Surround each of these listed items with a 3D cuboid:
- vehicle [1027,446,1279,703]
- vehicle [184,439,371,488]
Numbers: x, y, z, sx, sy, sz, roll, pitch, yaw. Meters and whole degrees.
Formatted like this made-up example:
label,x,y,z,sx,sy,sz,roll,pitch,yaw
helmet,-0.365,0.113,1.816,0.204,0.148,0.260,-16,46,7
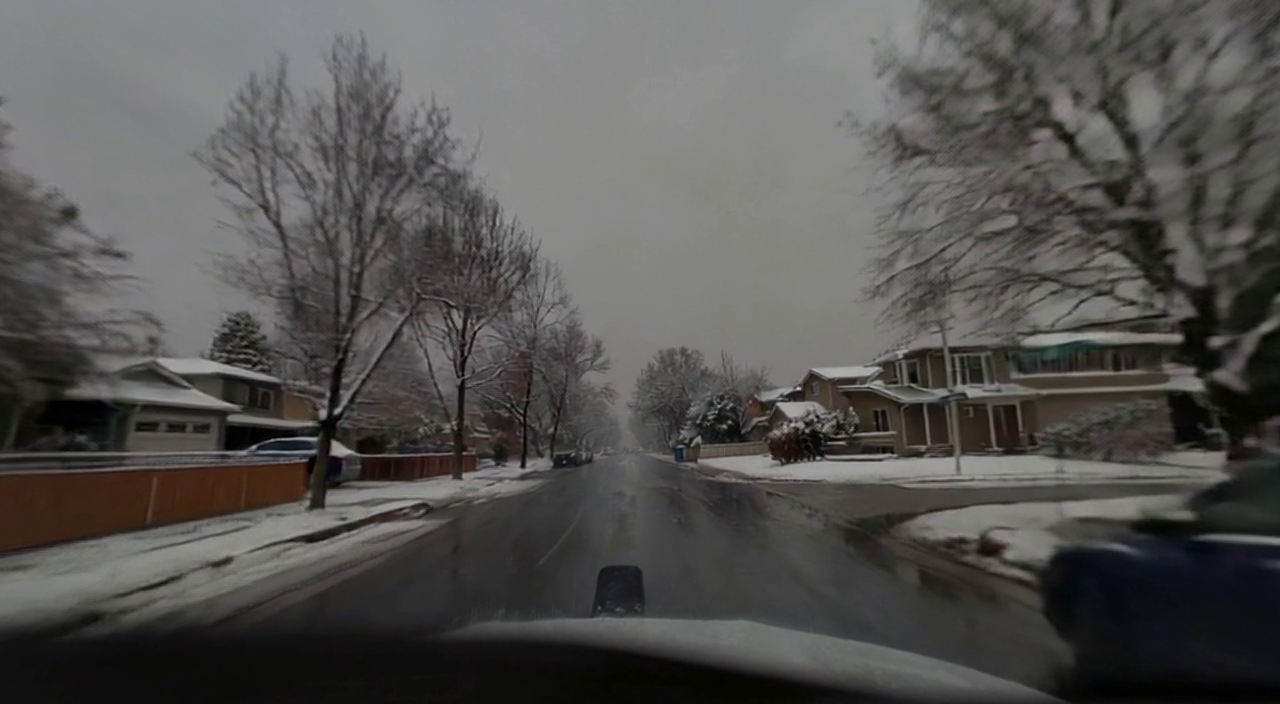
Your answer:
label,x,y,z,sx,sy,sz,roll,pitch,yaw
vehicle,3.849,1.160,2.775,1.849,1.470,3.807,0,-9,0
vehicle,-14.152,4.377,25.061,5.863,1.773,2.451,0,-9,-4
